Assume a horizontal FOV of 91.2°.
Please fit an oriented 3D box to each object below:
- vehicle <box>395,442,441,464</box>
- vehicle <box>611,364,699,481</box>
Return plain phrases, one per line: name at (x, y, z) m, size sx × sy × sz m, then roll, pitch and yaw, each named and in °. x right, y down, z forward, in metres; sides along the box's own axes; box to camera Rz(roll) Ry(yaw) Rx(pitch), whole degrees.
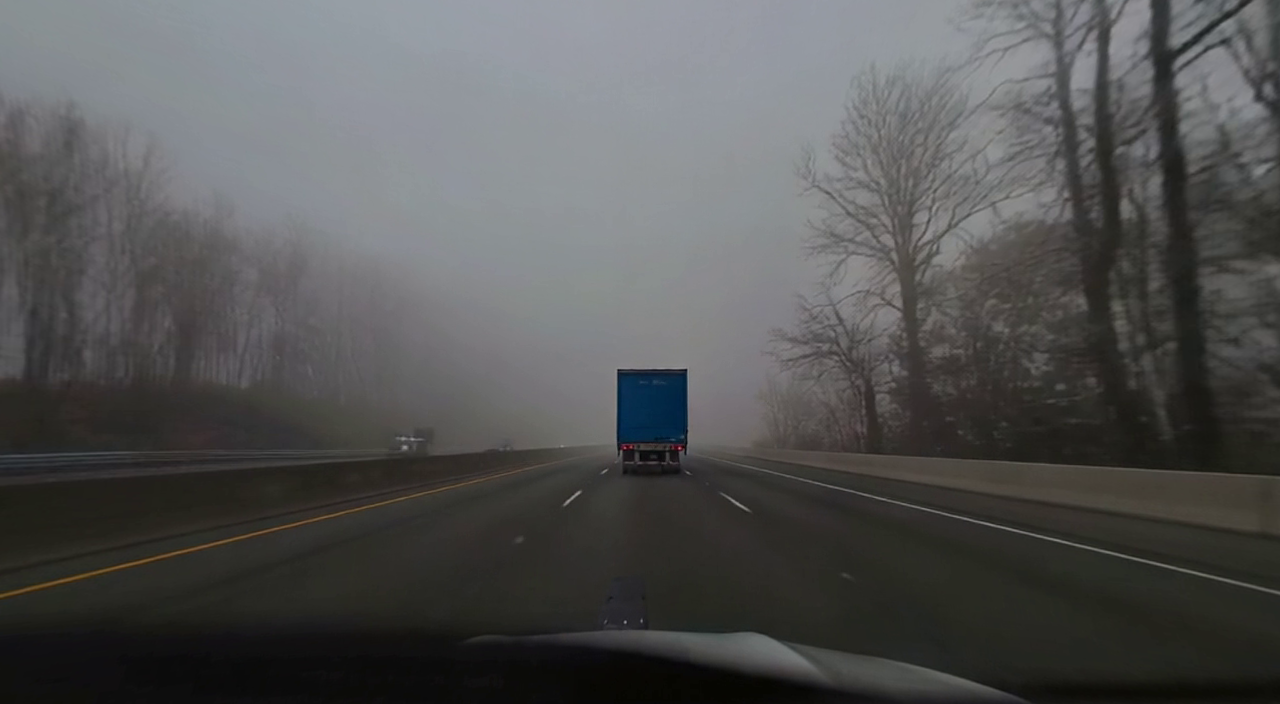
vehicle at (-16.880, 7.694, 47.891) m, size 1.847 × 1.585 × 4.252 m, roll 0°, pitch -8°, yaw 1°
vehicle at (0.566, 3.179, 26.930) m, size 3.010 × 4.039 × 10.481 m, roll 0°, pitch -8°, yaw 1°
